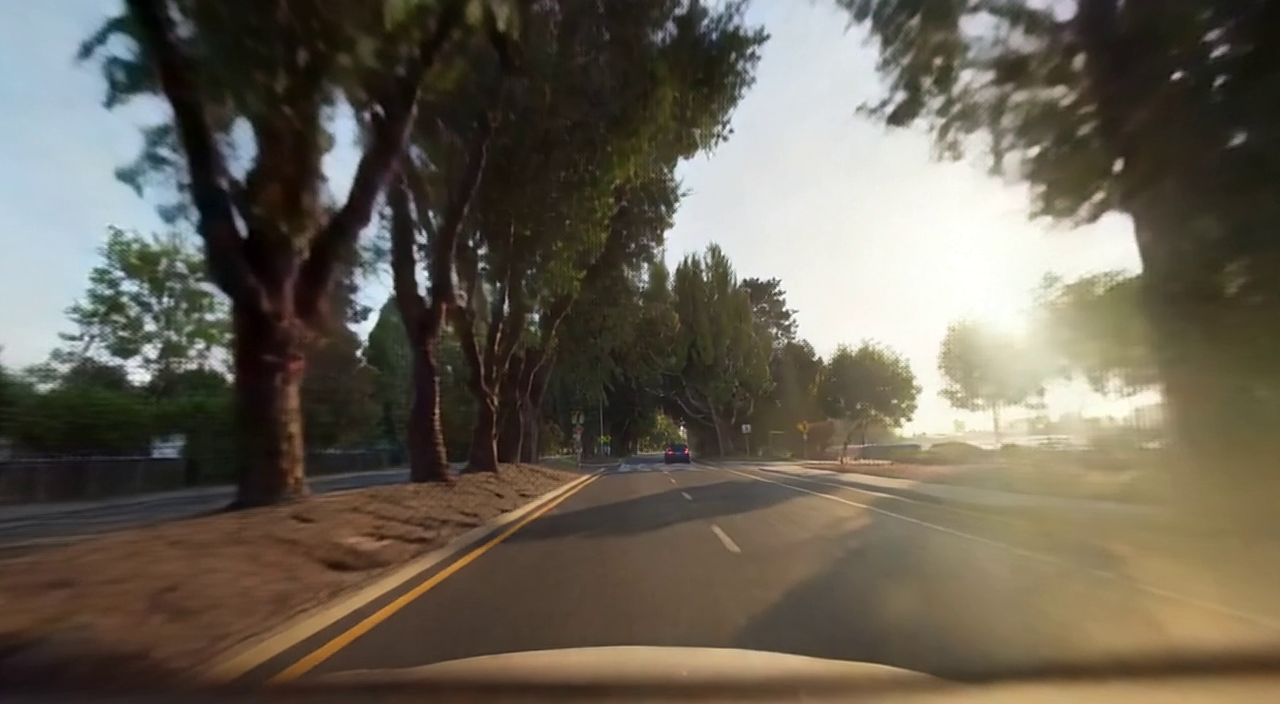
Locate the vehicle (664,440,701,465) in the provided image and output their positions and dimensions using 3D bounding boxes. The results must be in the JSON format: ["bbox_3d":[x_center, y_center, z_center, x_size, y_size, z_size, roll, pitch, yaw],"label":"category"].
[{"bbox_3d":[2.725,6.545,41.145,2.044,1.537,4.528,0,-8,-1],"label":"vehicle"}]
